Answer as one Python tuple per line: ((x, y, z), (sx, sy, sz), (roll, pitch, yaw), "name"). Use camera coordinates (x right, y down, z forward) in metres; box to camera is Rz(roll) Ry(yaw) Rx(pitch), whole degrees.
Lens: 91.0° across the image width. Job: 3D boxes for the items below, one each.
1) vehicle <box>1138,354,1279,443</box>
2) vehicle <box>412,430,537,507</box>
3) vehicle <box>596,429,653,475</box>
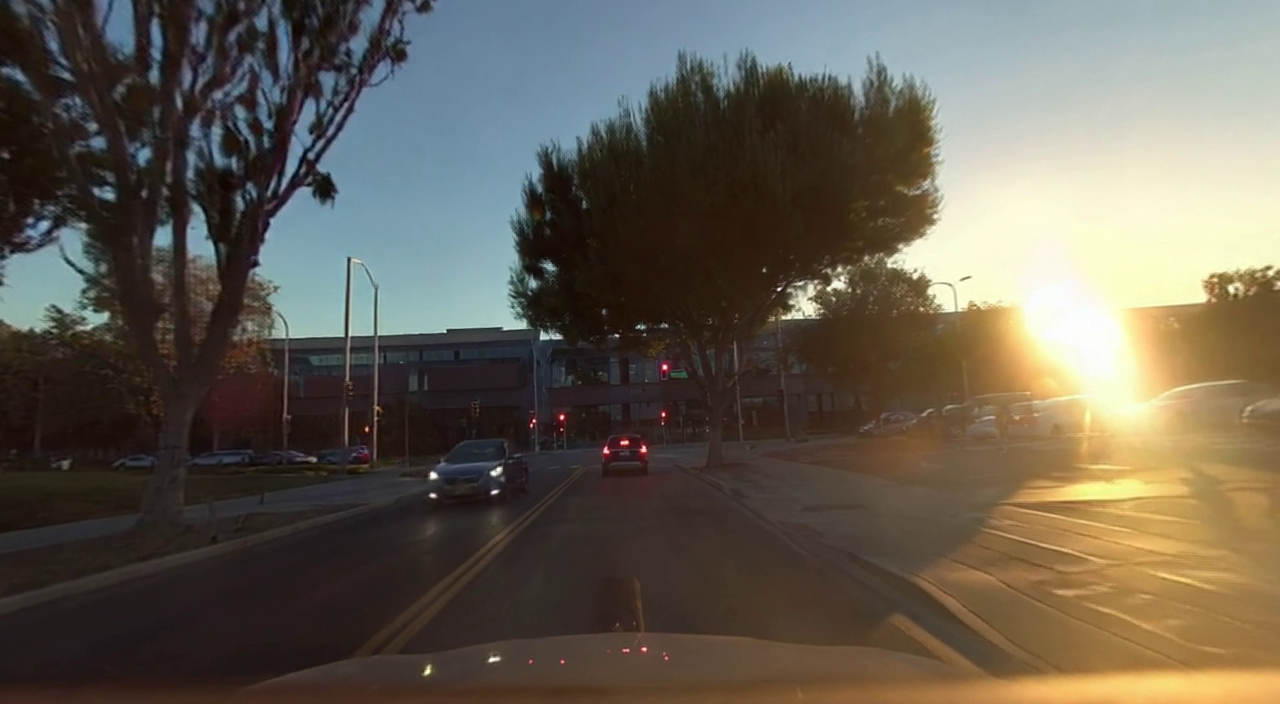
((12.089, 0.894, 11.617), (4.068, 1.525, 1.859), (-1, -8, 5), "vehicle")
((-3.863, 2.763, 15.482), (2.057, 1.613, 4.062), (0, -8, -1), "vehicle")
((-0.568, 3.989, 25.424), (2.142, 1.686, 3.816), (0, -8, 0), "vehicle")
